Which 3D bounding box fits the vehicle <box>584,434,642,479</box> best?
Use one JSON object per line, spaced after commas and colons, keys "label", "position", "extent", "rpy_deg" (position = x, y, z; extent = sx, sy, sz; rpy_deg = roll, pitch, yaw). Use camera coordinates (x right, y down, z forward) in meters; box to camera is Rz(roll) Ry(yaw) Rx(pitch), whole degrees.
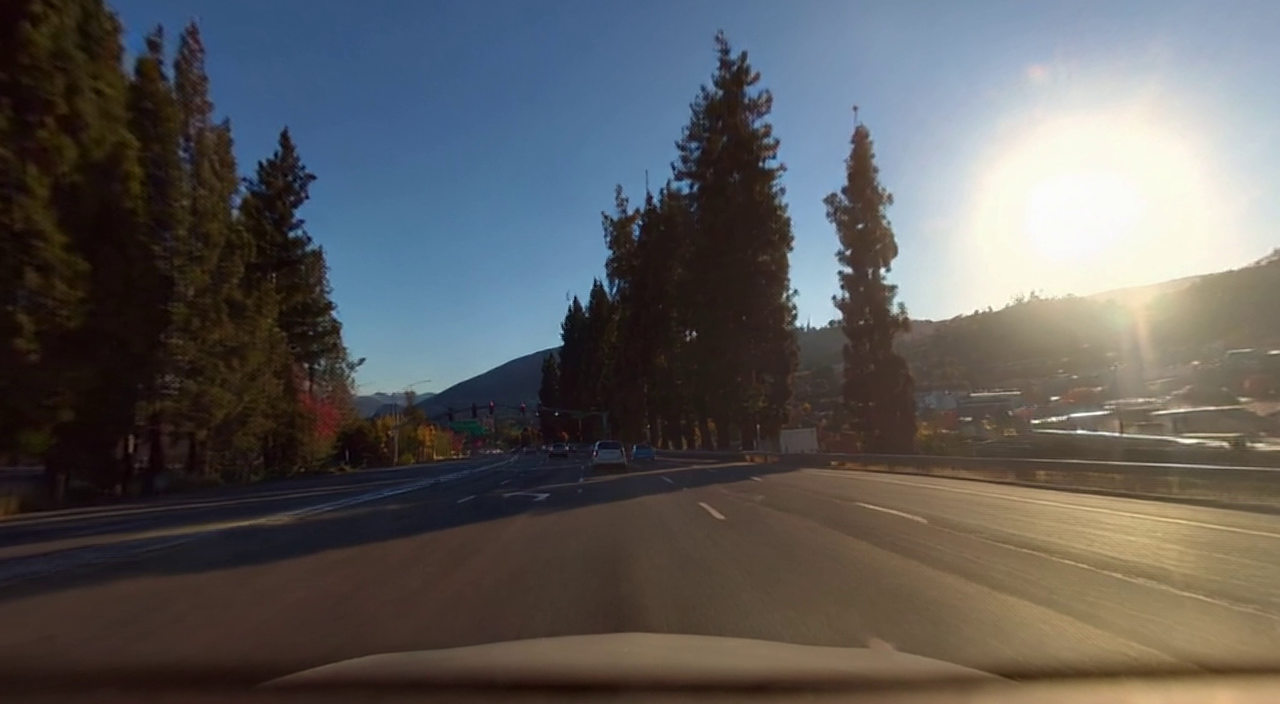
{"label": "vehicle", "position": [-1.244, 4.478, 27.228], "extent": [2.253, 1.756, 4.313], "rpy_deg": [1, -8, -6]}
